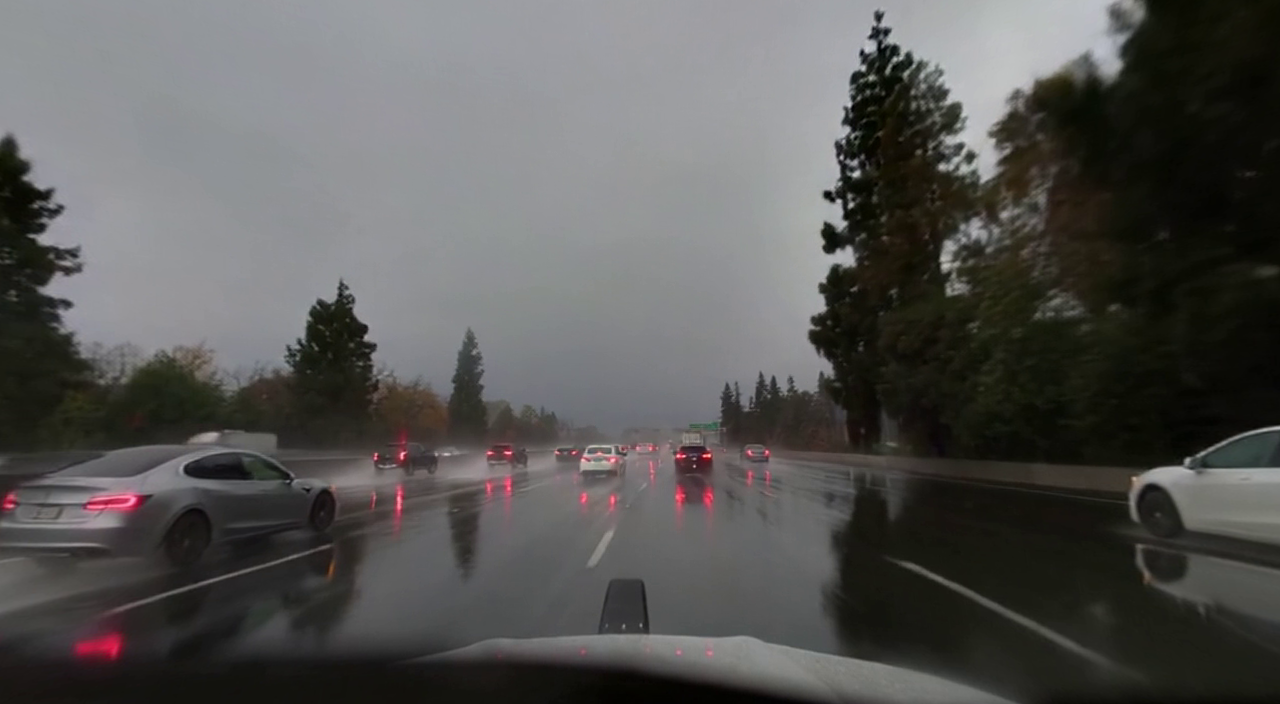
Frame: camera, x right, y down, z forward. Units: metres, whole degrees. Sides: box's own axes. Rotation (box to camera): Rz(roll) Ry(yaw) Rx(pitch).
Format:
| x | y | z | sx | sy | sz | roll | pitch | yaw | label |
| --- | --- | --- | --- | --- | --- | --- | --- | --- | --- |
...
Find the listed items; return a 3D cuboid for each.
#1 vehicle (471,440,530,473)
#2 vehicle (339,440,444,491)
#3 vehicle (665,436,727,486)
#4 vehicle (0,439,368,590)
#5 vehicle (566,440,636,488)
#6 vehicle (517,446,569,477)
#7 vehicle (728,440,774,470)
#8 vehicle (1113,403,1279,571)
| x | y | z | sx | sy | sz | roll | pitch | yaw | label |
| --- | --- | --- | --- | --- | --- | --- | --- | --- | --- |
| -8.395 | 6.341 | 38.447 | 2.187 | 1.851 | 5.085 | -1 | -8 | 3 | vehicle |
| -9.141 | 4.187 | 23.661 | 1.947 | 1.683 | 4.331 | -1 | -8 | 3 | vehicle |
| 2.016 | 4.090 | 23.929 | 2.114 | 1.715 | 4.136 | -1 | -8 | 2 | vehicle |
| -5.938 | 1.966 | 8.667 | 2.116 | 1.473 | 4.644 | -1 | -8 | 3 | vehicle |
| -1.344 | 4.124 | 23.594 | 2.102 | 1.624 | 4.257 | -1 | -8 | 3 | vehicle |
| -4.930 | 5.615 | 32.563 | 1.886 | 1.455 | 4.148 | -1 | -8 | 3 | vehicle |
| 6.983 | 6.516 | 40.124 | 2.071 | 1.754 | 4.484 | 0 | -8 | 0 | vehicle |
| 7.645 | 1.366 | 6.314 | 1.960 | 1.726 | 5.016 | 0 | -8 | 1 | vehicle |
